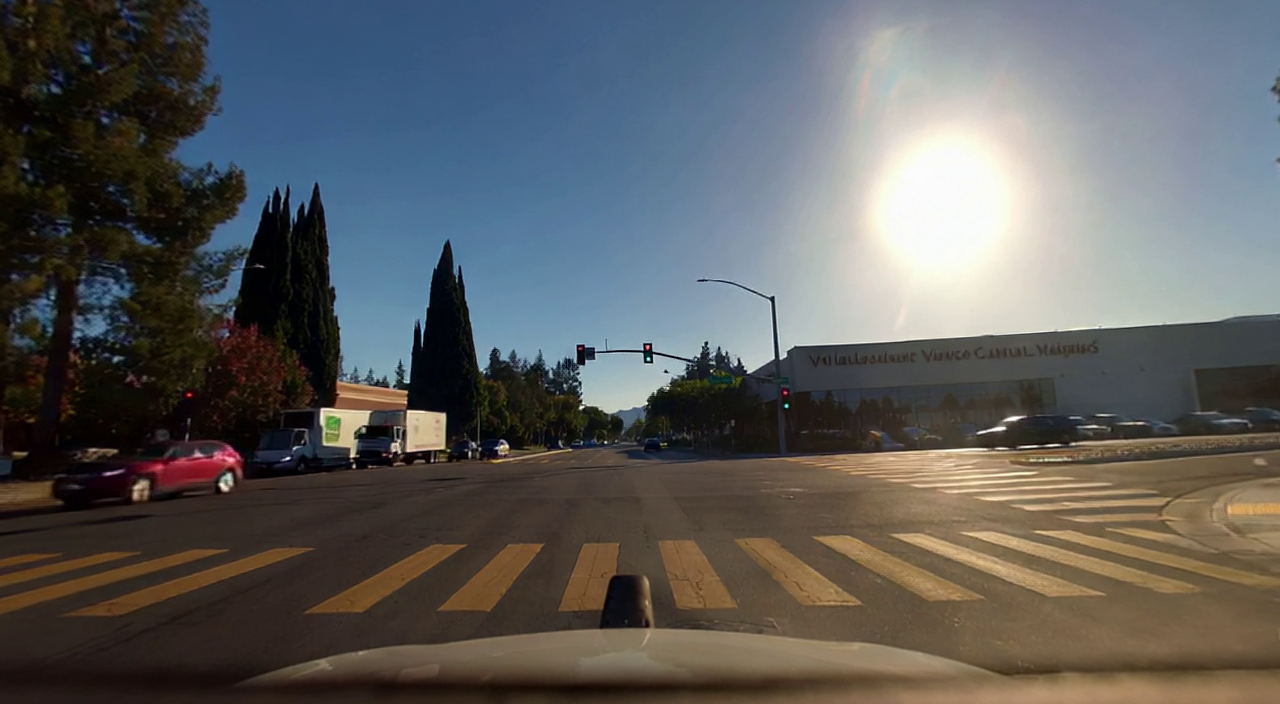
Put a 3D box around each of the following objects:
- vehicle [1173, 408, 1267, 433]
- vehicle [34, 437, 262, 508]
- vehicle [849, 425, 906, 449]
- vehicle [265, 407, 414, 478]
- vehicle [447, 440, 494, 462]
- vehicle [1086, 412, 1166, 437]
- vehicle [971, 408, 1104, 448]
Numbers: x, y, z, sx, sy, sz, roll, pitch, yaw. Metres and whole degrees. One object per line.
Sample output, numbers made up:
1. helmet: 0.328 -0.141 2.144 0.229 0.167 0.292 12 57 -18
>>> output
1. vehicle: 38.375 4.599 41.887 1.715 1.480 4.701 0 -8 -1
2. vehicle: -11.824 2.893 15.691 1.996 1.489 4.566 0 -8 0
3. vehicle: 17.470 6.257 46.454 3.329 1.415 1.821 -6 -9 2
4. vehicle: -16.618 5.230 36.259 3.161 3.455 11.058 0 -8 0
5. vehicle: -12.087 7.104 45.297 1.996 1.482 4.772 0 -8 0
6. vehicle: 31.380 4.728 40.810 1.823 1.480 4.003 0 -8 -3
7. vehicle: 17.622 3.415 28.094 4.566 1.670 2.000 0 -8 -2
